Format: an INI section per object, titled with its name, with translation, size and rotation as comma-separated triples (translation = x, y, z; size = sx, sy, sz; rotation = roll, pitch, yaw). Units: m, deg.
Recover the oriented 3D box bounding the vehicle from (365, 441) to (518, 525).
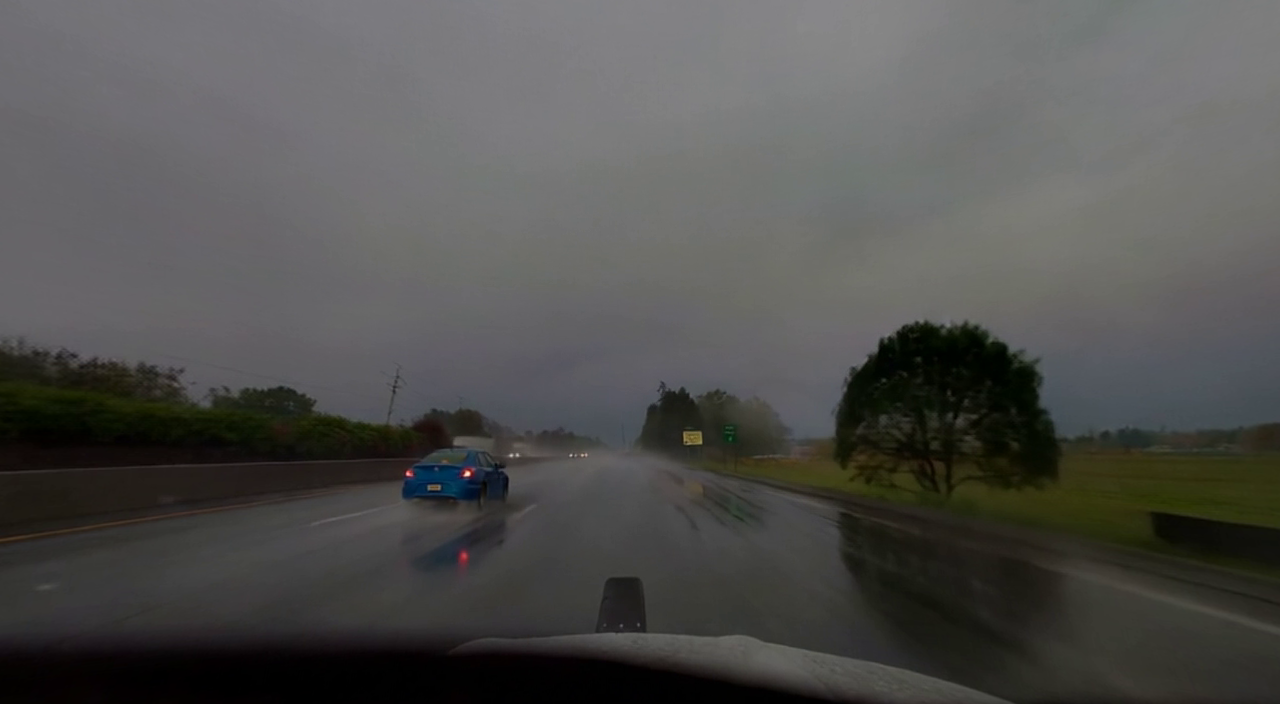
[vehicle]
translation = -4.116, 2.764, 13.839
size = 2.121, 1.537, 3.852
rotation = 0, -9, -1
